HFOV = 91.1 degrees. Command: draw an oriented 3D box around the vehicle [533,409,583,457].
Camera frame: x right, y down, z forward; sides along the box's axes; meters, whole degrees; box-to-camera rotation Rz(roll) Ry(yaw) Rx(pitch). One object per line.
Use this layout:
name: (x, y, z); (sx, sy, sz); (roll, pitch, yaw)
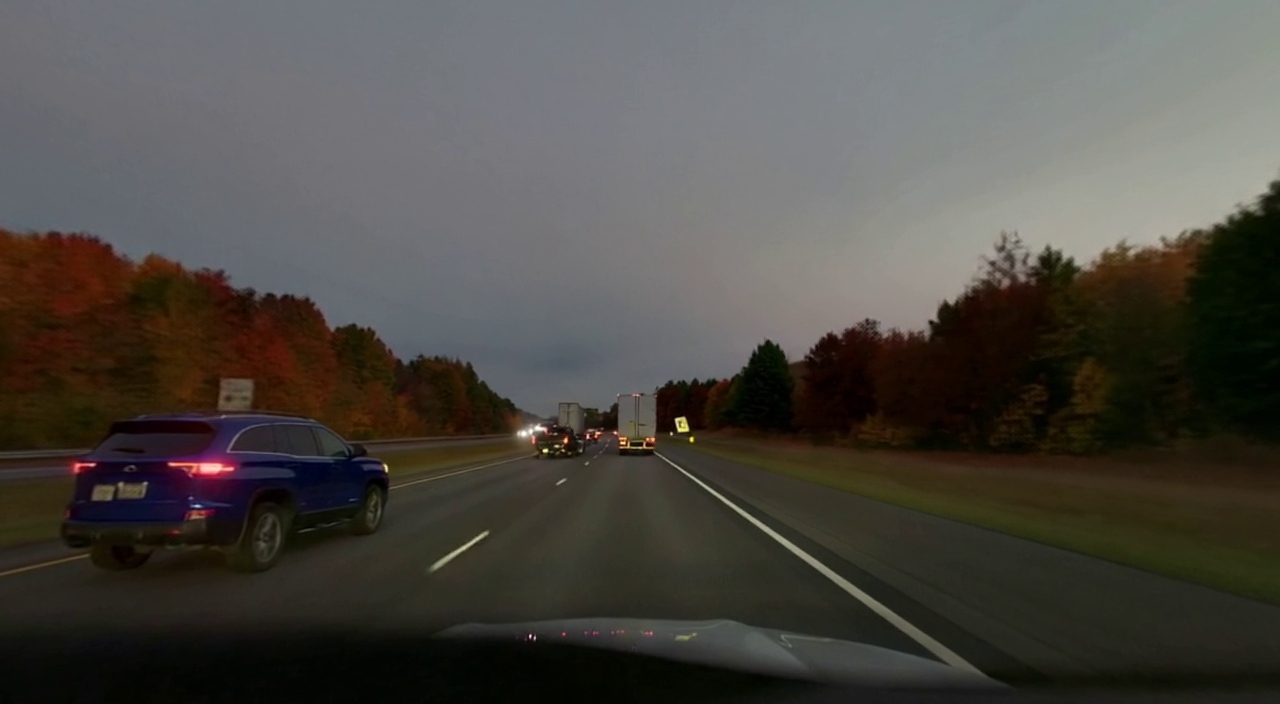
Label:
vehicle: (-4.953, 5.040, 38.940); (2.383, 2.726, 5.677); (0, -8, 0)

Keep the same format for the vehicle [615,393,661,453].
vehicle: (-0.246, 5.314, 46.391); (3.078, 3.955, 8.774); (0, -8, -2)

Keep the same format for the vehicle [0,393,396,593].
vehicle: (-4.892, 1.484, 7.590); (2.089, 1.669, 4.515); (0, -8, 0)
